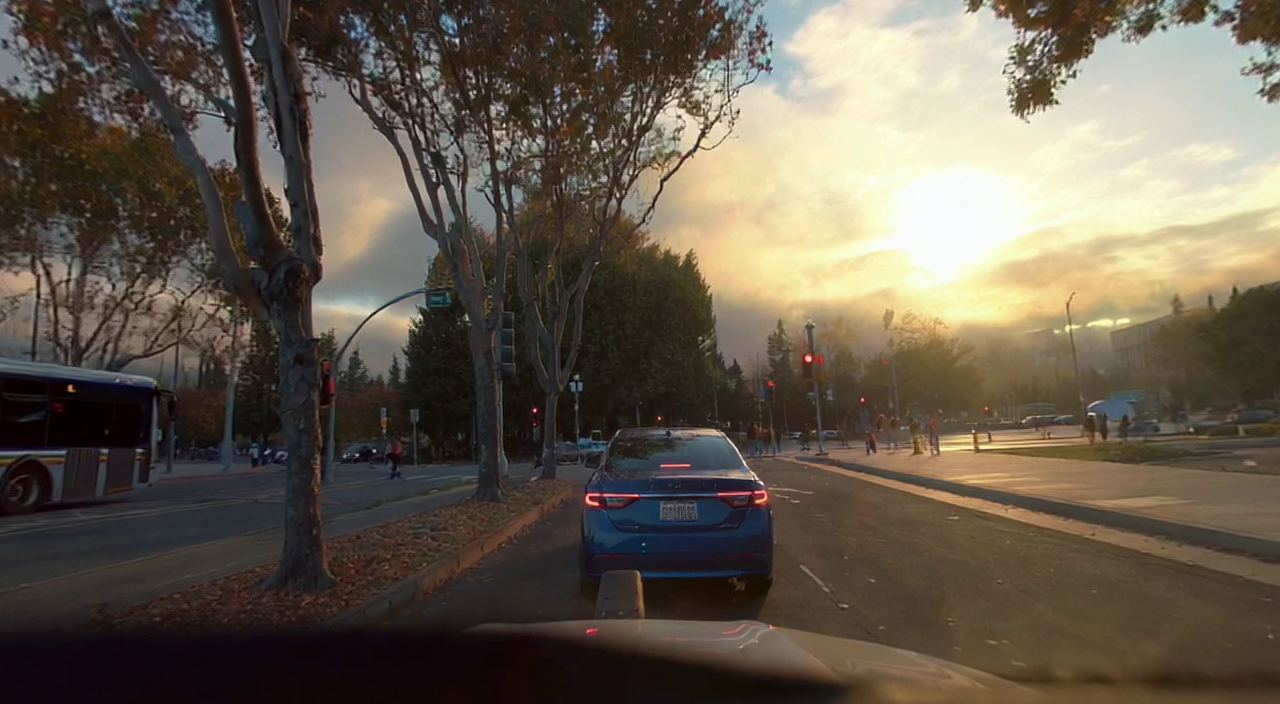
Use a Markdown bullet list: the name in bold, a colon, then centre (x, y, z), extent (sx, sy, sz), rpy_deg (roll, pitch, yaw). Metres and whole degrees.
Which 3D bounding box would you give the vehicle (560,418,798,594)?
- **vehicle**: centre (0.372, 1.609, 7.396), extent (2.035, 1.499, 3.799), rpy_deg (0, -8, 1)
